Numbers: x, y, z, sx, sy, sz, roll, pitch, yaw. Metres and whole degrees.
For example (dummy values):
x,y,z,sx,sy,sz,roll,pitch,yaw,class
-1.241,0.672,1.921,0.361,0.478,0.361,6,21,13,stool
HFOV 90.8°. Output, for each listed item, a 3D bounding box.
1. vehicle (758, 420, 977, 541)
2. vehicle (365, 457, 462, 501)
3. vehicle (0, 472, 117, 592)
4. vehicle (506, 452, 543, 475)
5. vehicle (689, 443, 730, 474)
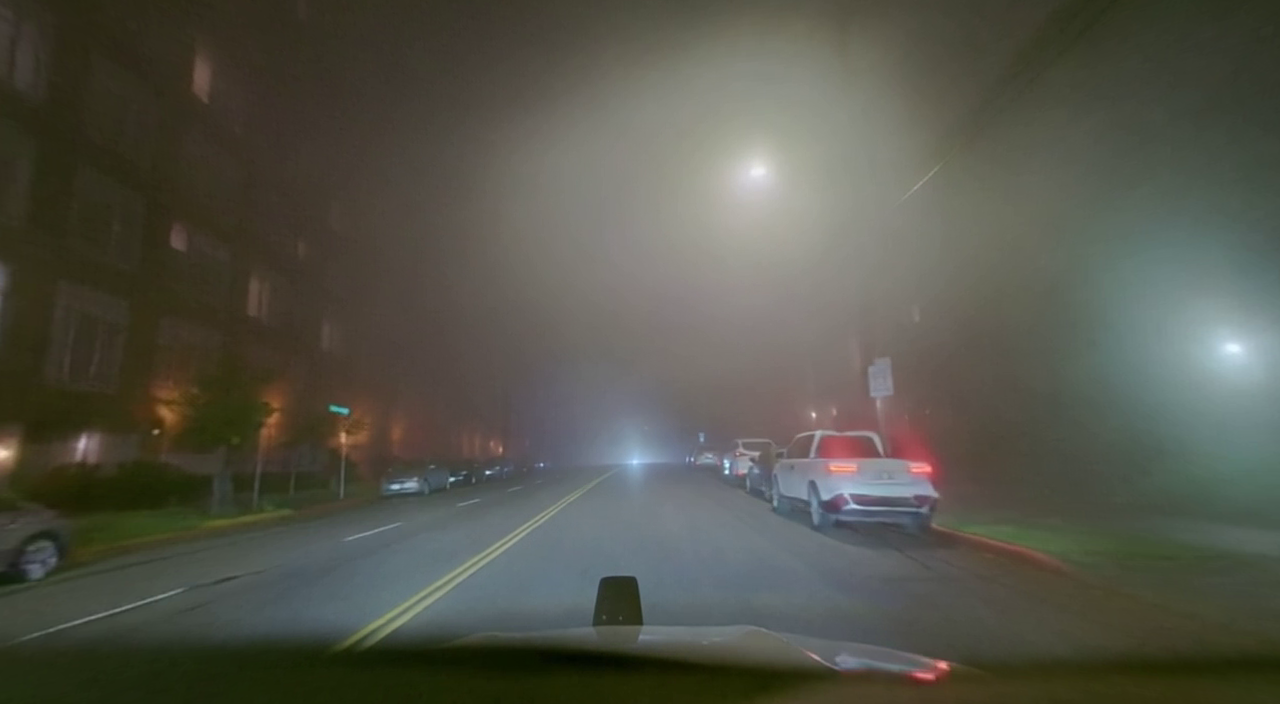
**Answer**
x,y,z,sx,sy,sz,roll,pitch,yaw,class
3.812,2.261,11.779,2.225,1.759,4.817,0,-9,-1,vehicle
-8.988,5.063,25.584,2.208,1.508,4.590,0,-9,0,vehicle
-9.201,2.310,7.763,1.818,1.469,4.349,0,-9,0,vehicle
-8.814,8.595,48.505,1.884,1.526,4.061,-5,-10,2,vehicle
4.107,6.364,37.989,2.155,1.747,4.311,-1,-9,2,vehicle
